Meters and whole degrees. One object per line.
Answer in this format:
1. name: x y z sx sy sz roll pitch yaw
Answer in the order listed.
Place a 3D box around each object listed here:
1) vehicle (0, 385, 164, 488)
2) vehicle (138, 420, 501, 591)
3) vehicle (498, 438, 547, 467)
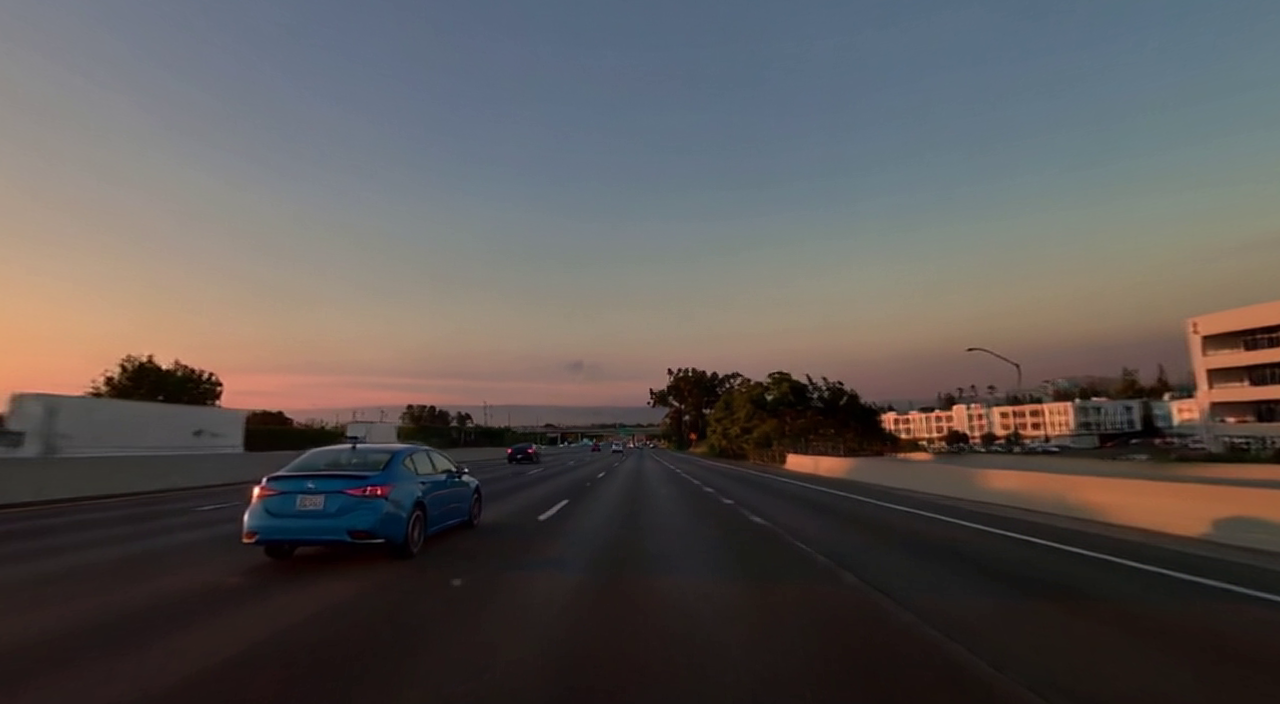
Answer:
1. vehicle: -24.900 3.704 27.468 2.919 3.931 6.663 0 -8 0
2. vehicle: -3.532 1.795 8.382 2.144 1.565 4.951 0 -8 1
3. vehicle: -7.232 6.217 39.265 2.118 1.675 4.395 0 -8 1
